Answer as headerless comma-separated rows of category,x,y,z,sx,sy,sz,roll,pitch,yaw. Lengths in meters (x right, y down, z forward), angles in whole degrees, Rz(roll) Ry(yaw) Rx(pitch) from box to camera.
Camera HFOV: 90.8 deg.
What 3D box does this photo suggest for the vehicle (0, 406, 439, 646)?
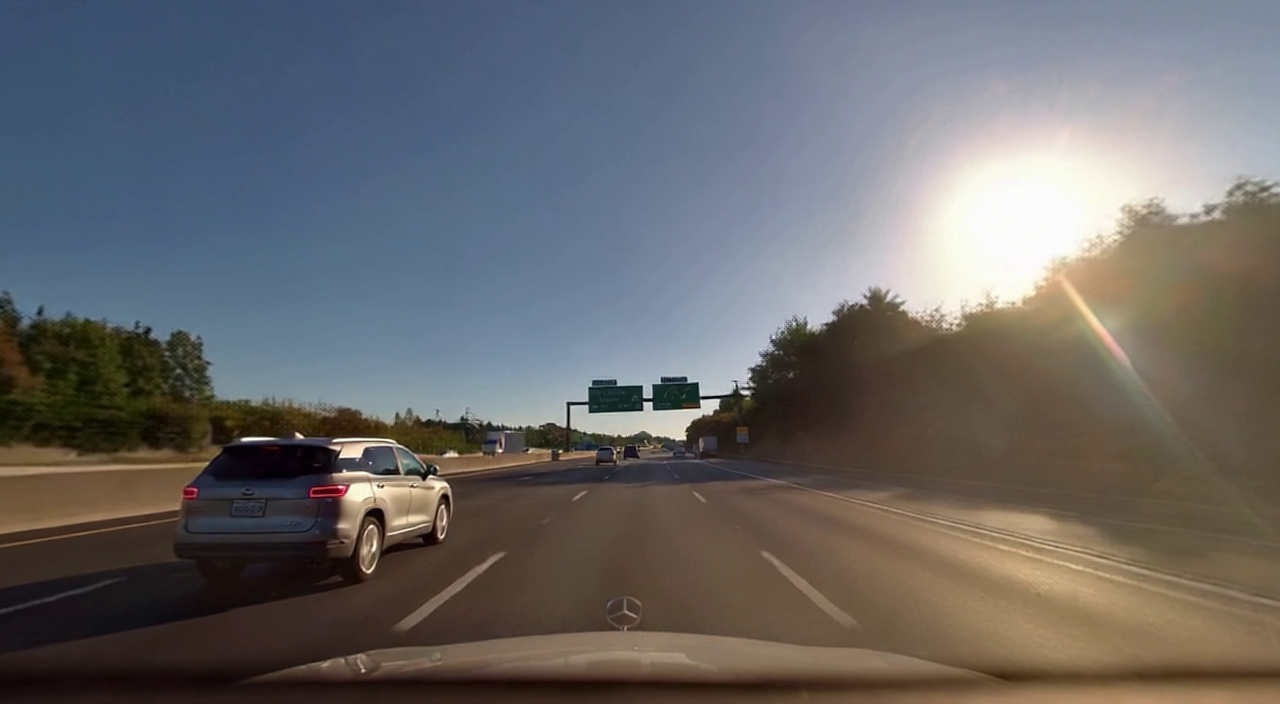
vehicle,-3.780,1.501,6.455,2.016,1.623,4.126,0,-9,1
